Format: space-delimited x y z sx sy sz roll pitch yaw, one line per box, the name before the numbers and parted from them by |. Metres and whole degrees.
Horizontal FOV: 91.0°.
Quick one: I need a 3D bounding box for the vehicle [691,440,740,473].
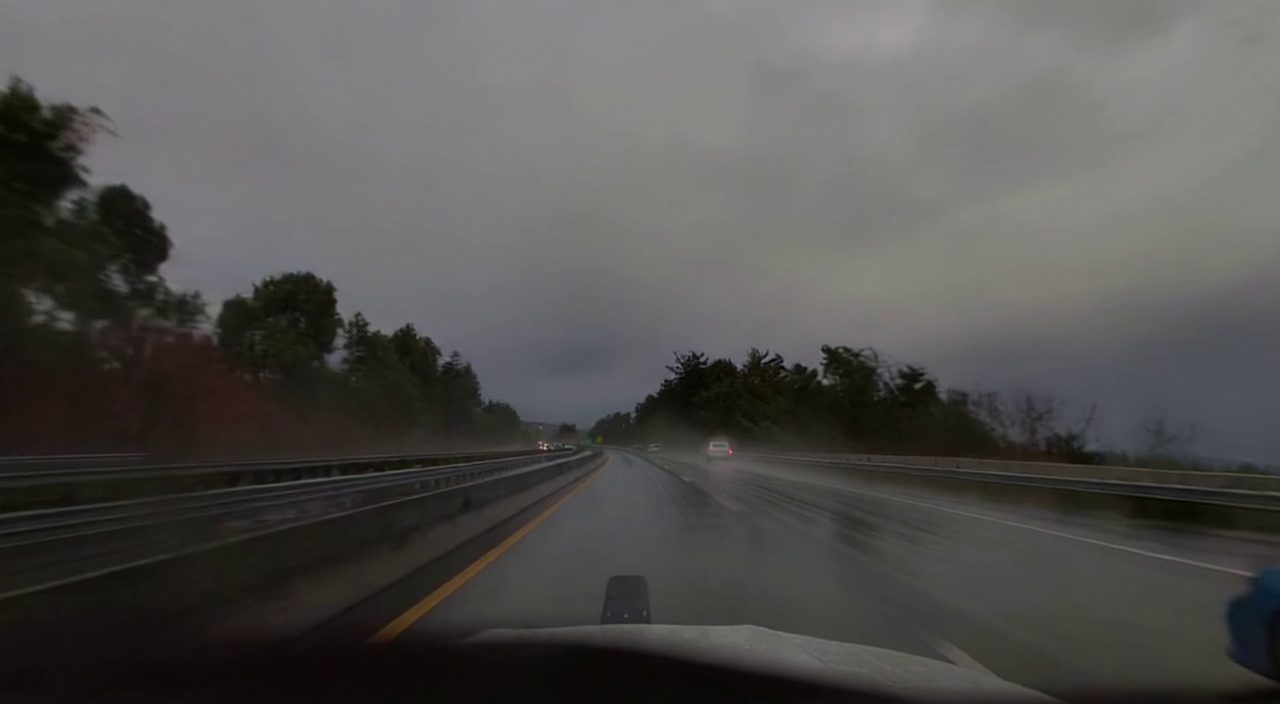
vehicle | 3.732 5.270 31.868 1.945 1.538 3.729 0 -8 -1
